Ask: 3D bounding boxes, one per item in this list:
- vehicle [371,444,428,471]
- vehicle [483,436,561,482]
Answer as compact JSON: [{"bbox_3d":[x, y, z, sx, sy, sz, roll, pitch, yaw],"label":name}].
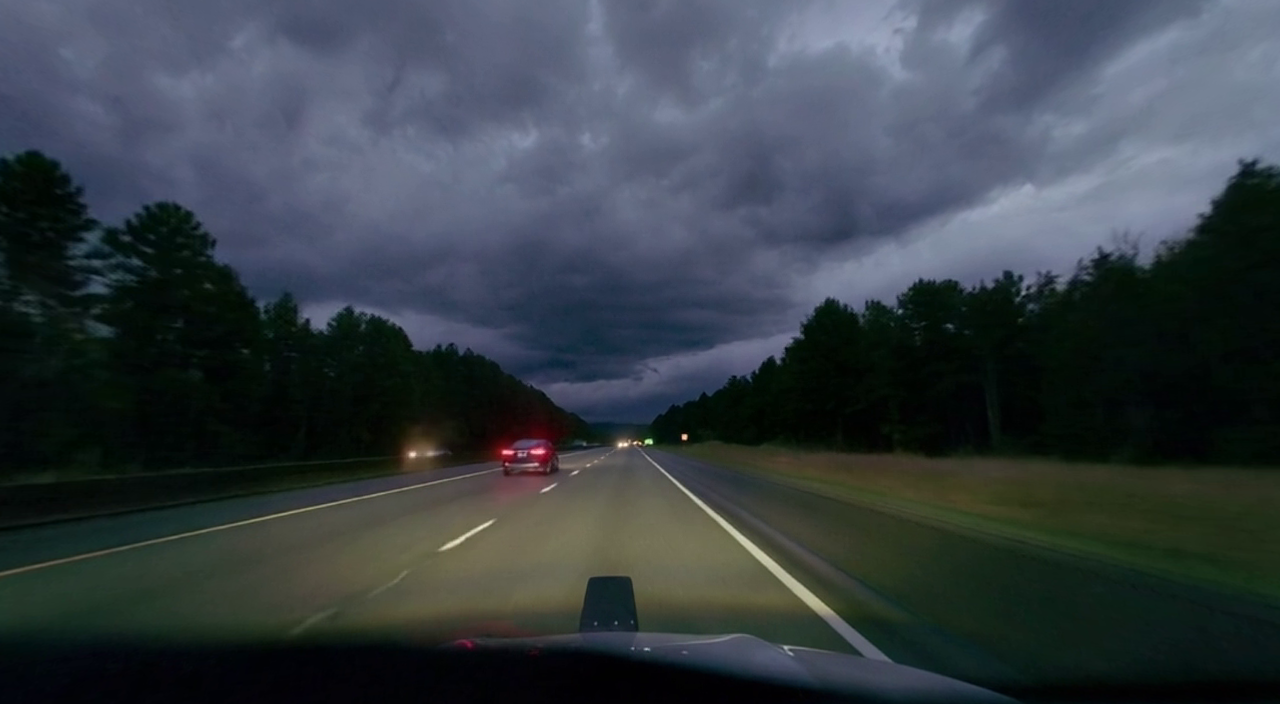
[{"bbox_3d":[-13.814,6.041,36.342,1.717,1.456,4.170,0,-8,-1],"label":"vehicle"},{"bbox_3d":[-4.454,4.098,24.575,2.202,1.587,4.754,0,-8,-1],"label":"vehicle"}]
